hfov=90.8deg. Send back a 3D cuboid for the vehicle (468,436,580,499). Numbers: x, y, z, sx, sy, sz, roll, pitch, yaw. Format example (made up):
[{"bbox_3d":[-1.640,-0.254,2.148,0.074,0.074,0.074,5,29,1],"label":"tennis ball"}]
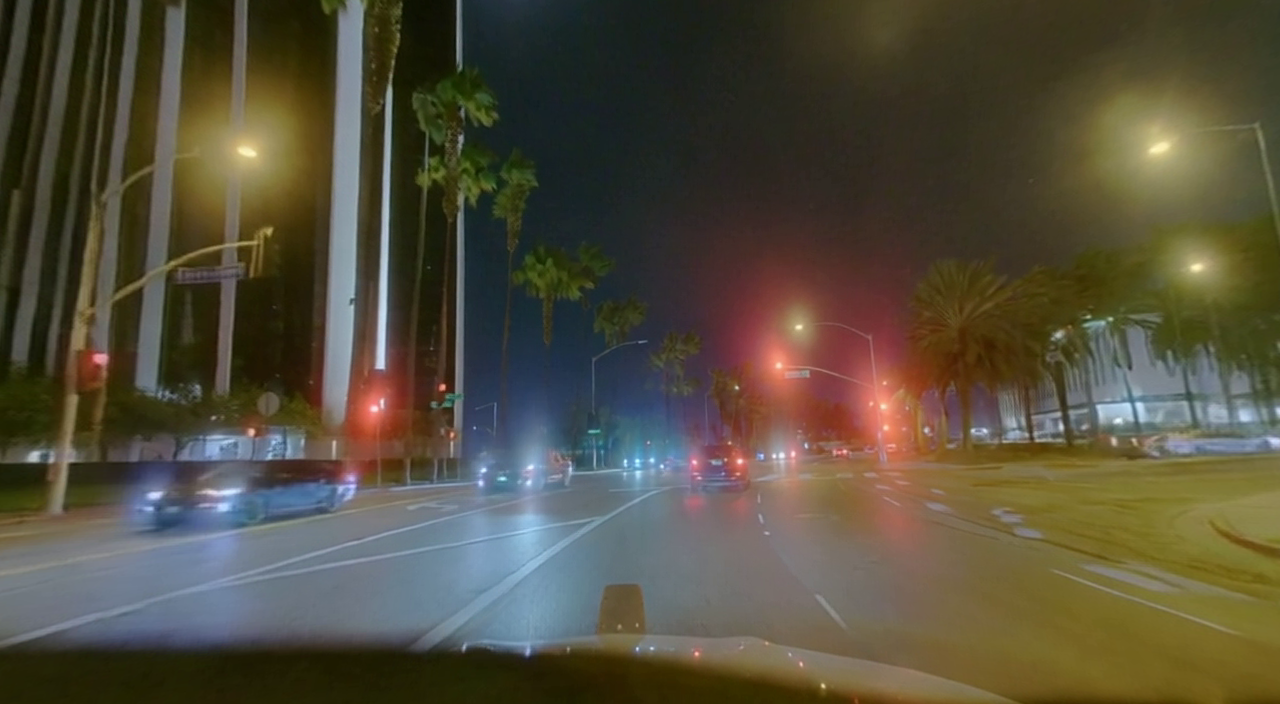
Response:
[{"bbox_3d":[-3.499,3.594,20.089,2.013,1.746,4.366,-2,-9,11],"label":"vehicle"}]

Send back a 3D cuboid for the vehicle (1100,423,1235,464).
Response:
[{"bbox_3d":[25.583,4.441,30.736,5.049,1.861,2.081,1,-9,-9],"label":"vehicle"}]

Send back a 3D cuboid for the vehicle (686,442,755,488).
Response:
[{"bbox_3d":[3.046,4.085,23.210,2.096,1.492,4.071,-2,-9,13],"label":"vehicle"}]

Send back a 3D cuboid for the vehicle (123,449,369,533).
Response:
[{"bbox_3d":[-8.138,2.866,13.729,2.012,1.467,4.592,-1,-9,7],"label":"vehicle"}]
